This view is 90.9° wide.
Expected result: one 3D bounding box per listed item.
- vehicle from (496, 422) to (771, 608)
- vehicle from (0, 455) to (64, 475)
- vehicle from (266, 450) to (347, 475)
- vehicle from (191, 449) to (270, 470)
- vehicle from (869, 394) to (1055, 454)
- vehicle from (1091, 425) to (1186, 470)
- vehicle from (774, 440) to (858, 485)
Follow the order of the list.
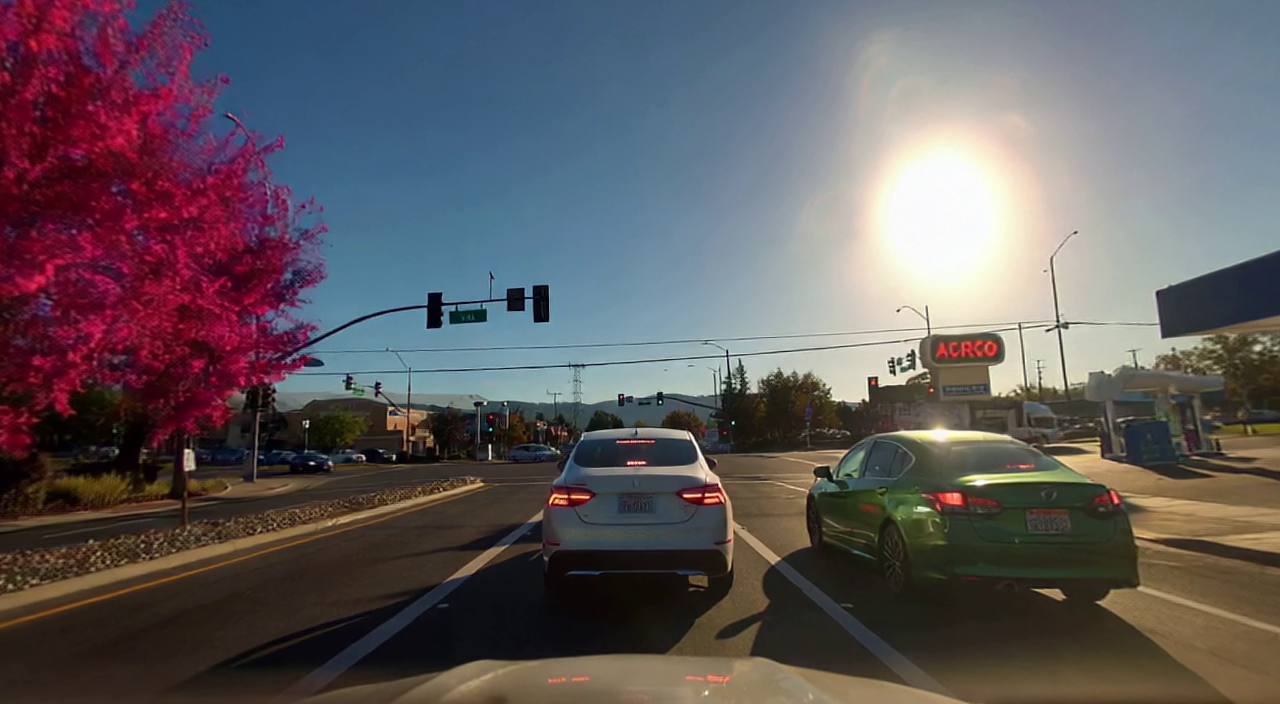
[{"bbox_3d":[-0.069,1.614,7.179,2.213,1.482,4.057,0,-8,-1],"label":"vehicle"},{"bbox_3d":[-45.880,8.361,46.870,4.511,1.407,1.764,-1,-8,4],"label":"vehicle"},{"bbox_3d":[-20.931,6.880,39.500,4.609,1.465,1.944,-4,-9,23],"label":"vehicle"},{"bbox_3d":[-29.469,7.749,45.398,4.466,1.438,1.837,-1,-8,5],"label":"vehicle"},{"bbox_3d":[22.064,5.120,43.990,10.890,3.868,3.021,-2,-9,13],"label":"vehicle"},{"bbox_3d":[18.564,3.525,23.382,4.300,1.495,2.053,8,-12,-43],"label":"vehicle"},{"bbox_3d":[6.513,4.129,23.885,1.942,1.511,4.390,0,-8,1],"label":"vehicle"}]
